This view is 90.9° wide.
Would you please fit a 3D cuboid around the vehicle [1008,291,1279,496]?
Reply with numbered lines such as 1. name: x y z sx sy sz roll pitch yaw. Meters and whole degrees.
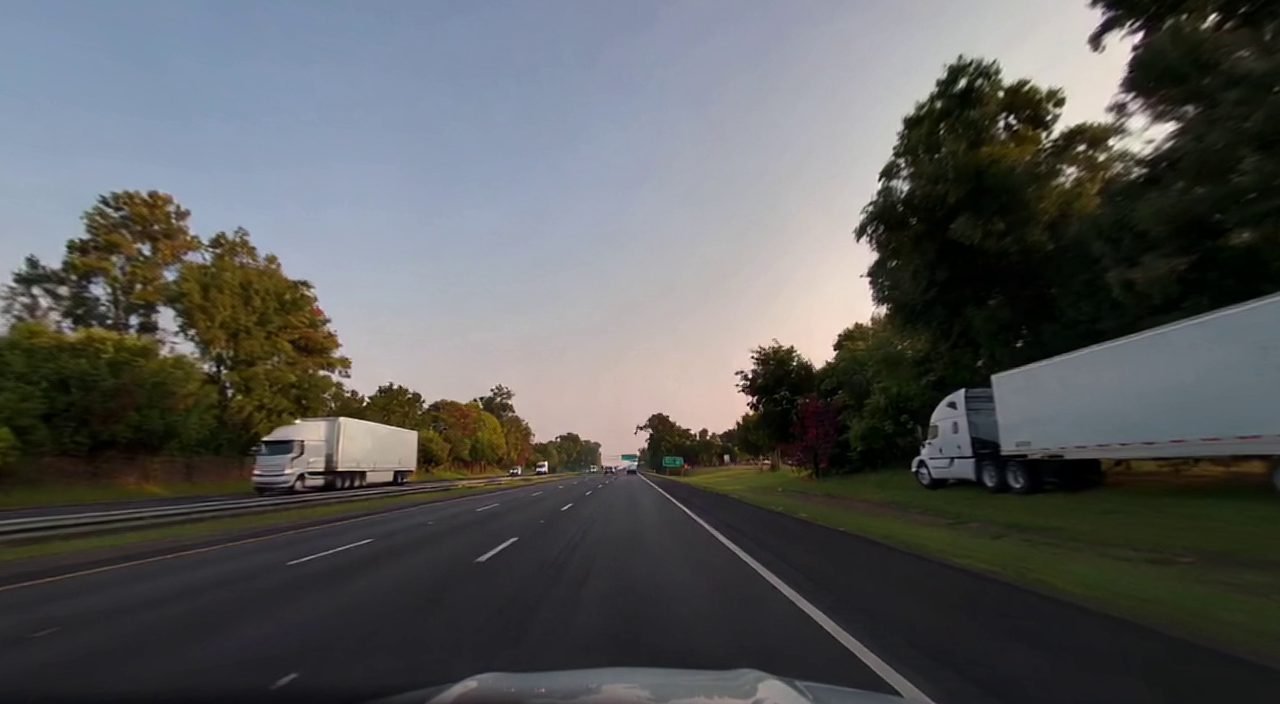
1. vehicle: 14.391 1.289 15.073 2.826 4.078 14.044 1 -11 1

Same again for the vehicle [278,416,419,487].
1. vehicle: -18.292 6.672 41.202 2.803 3.838 13.453 1 -11 0

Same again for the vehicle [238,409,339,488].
1. vehicle: -18.231 5.052 32.921 3.106 3.854 3.189 1 -10 -1
